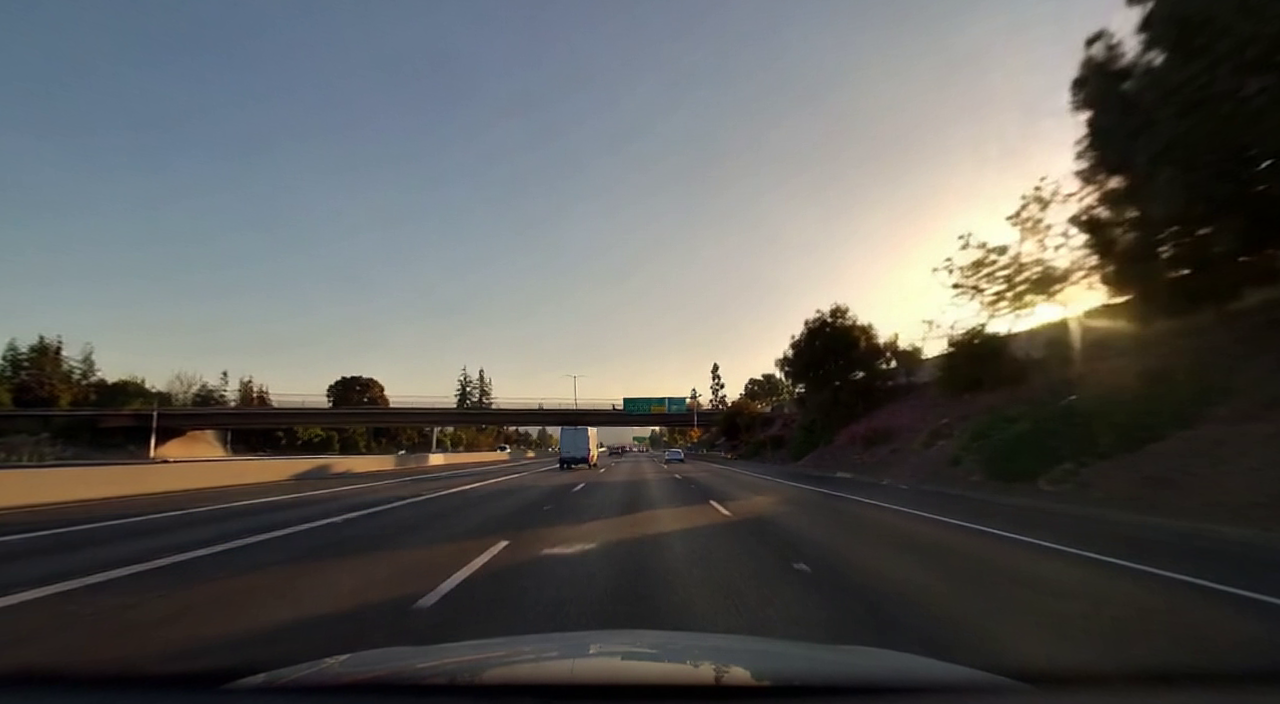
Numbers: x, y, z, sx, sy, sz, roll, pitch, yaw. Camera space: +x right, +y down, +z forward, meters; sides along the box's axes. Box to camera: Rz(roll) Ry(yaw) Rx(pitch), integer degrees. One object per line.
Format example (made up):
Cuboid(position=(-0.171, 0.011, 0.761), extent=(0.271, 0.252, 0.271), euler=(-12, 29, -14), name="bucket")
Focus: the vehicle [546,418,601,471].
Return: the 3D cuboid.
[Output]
Cuboid(position=(-3.966, 5.763, 39.303), extent=(2.881, 2.937, 7.045), euler=(0, -9, -2), name="vehicle")
